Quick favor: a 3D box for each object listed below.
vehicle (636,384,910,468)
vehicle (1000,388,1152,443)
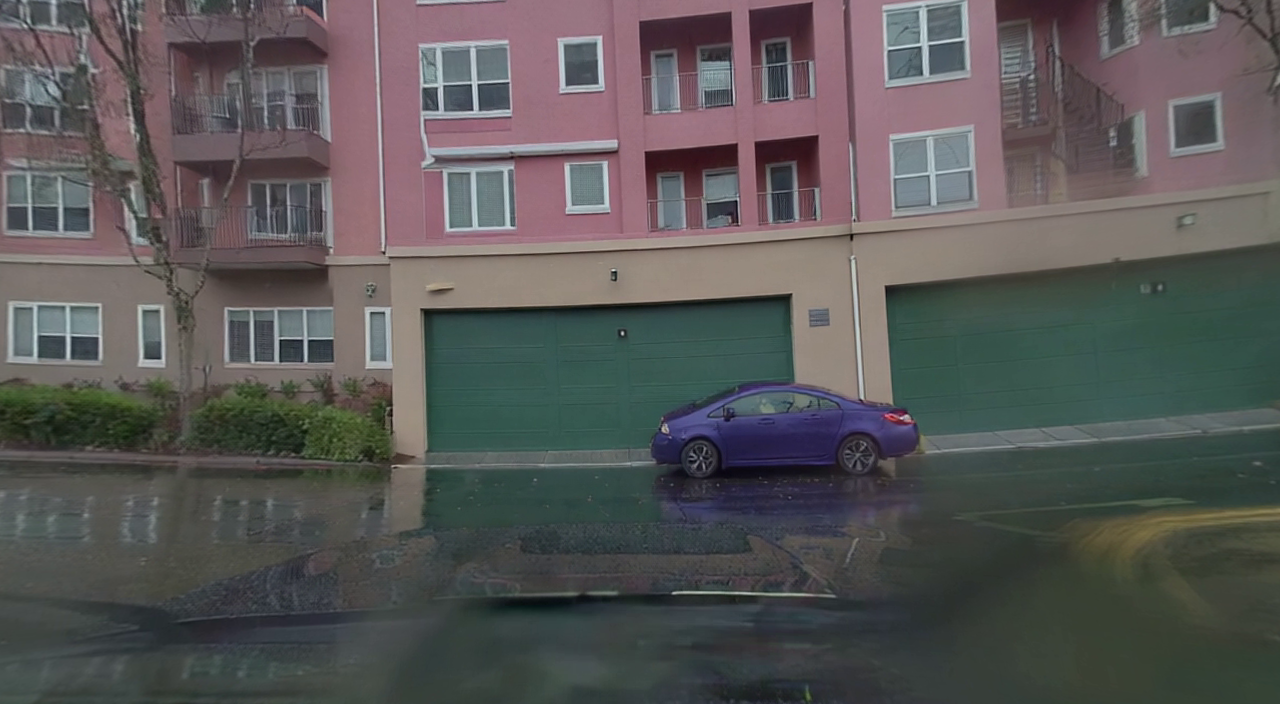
[{"bbox_3d":[2.287,1.409,11.840,4.697,1.444,1.825,0,-8,-1],"label":"vehicle"},{"bbox_3d":[15.668,2.312,22.821,3.905,1.475,2.057,-6,-7,-4],"label":"vehicle"}]
